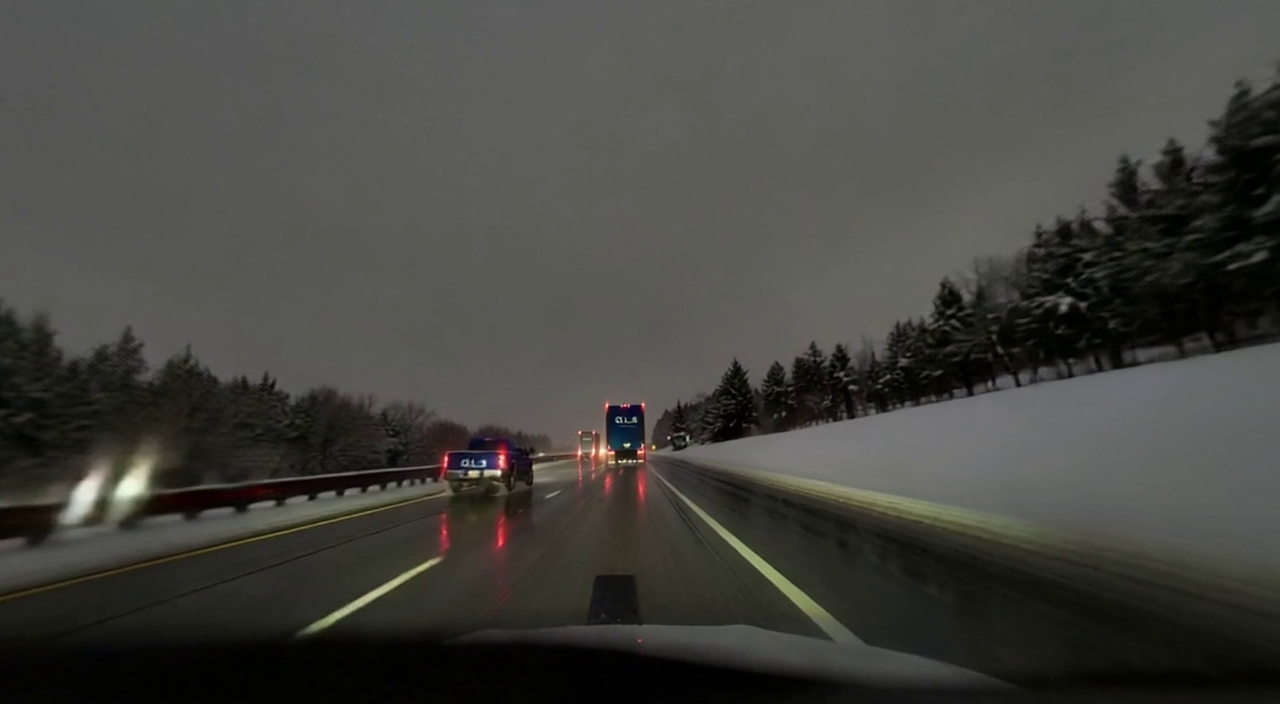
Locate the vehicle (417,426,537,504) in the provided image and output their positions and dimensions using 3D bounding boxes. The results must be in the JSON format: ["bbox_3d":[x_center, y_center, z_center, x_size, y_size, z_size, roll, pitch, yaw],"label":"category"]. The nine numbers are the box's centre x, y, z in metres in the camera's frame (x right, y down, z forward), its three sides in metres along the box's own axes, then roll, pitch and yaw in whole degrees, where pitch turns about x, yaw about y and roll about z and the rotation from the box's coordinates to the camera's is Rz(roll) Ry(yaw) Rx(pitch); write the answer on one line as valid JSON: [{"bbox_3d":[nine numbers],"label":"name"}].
[{"bbox_3d":[-4.582,3.281,18.627,2.226,1.935,5.130,0,-9,-1],"label":"vehicle"}]

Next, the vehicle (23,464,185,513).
[{"bbox_3d":[-18.551,4.719,22.107,1.839,1.427,4.416,0,-9,-1],"label":"vehicle"}]

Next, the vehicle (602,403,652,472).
[{"bbox_3d":[-0.884,5.753,41.628,2.923,4.007,9.760,0,-9,-1],"label":"vehicle"}]
